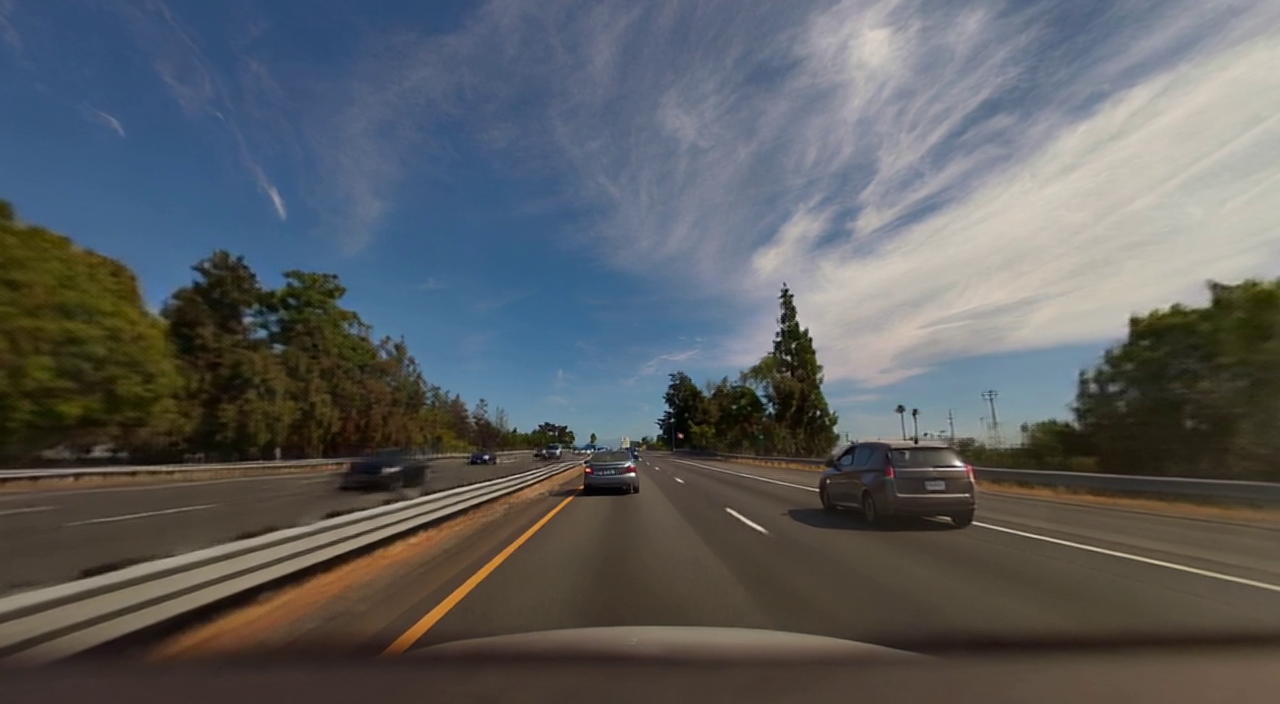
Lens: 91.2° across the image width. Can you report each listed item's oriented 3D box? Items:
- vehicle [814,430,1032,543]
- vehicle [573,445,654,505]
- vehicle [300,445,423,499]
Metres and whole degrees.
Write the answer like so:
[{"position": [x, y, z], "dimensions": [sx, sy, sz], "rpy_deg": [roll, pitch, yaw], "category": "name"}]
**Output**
[{"position": [4.511, 2.179, 10.726], "dimensions": [1.910, 1.554, 3.718], "rpy_deg": [0, -9, -1], "category": "vehicle"}, {"position": [-0.689, 3.404, 17.780], "dimensions": [2.013, 1.479, 4.169], "rpy_deg": [0, -9, -1], "category": "vehicle"}, {"position": [-8.799, 3.805, 20.317], "dimensions": [1.899, 1.522, 4.578], "rpy_deg": [0, -9, -1], "category": "vehicle"}]
